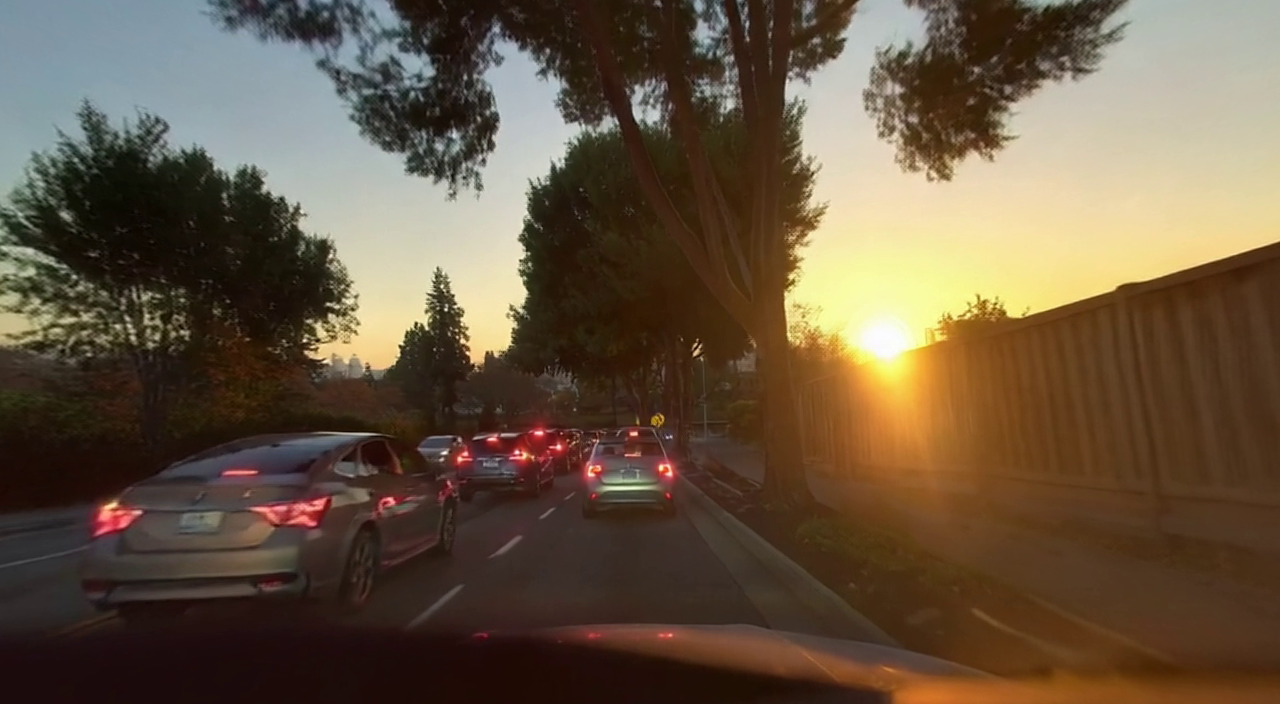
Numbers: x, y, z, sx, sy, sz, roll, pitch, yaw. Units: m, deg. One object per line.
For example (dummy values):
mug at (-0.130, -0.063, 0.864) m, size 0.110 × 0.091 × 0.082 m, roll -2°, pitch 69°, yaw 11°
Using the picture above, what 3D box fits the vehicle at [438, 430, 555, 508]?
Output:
vehicle at (-3.226, 2.698, 14.902) m, size 1.850 × 1.582 × 3.688 m, roll 0°, pitch -8°, yaw 1°

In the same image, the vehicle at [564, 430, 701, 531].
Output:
vehicle at (-0.131, 2.167, 11.167) m, size 1.995 × 1.460 × 3.865 m, roll 0°, pitch -8°, yaw -1°

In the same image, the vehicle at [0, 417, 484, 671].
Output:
vehicle at (-3.155, 1.511, 6.196) m, size 1.980 × 1.520 × 4.636 m, roll 0°, pitch -8°, yaw 1°
